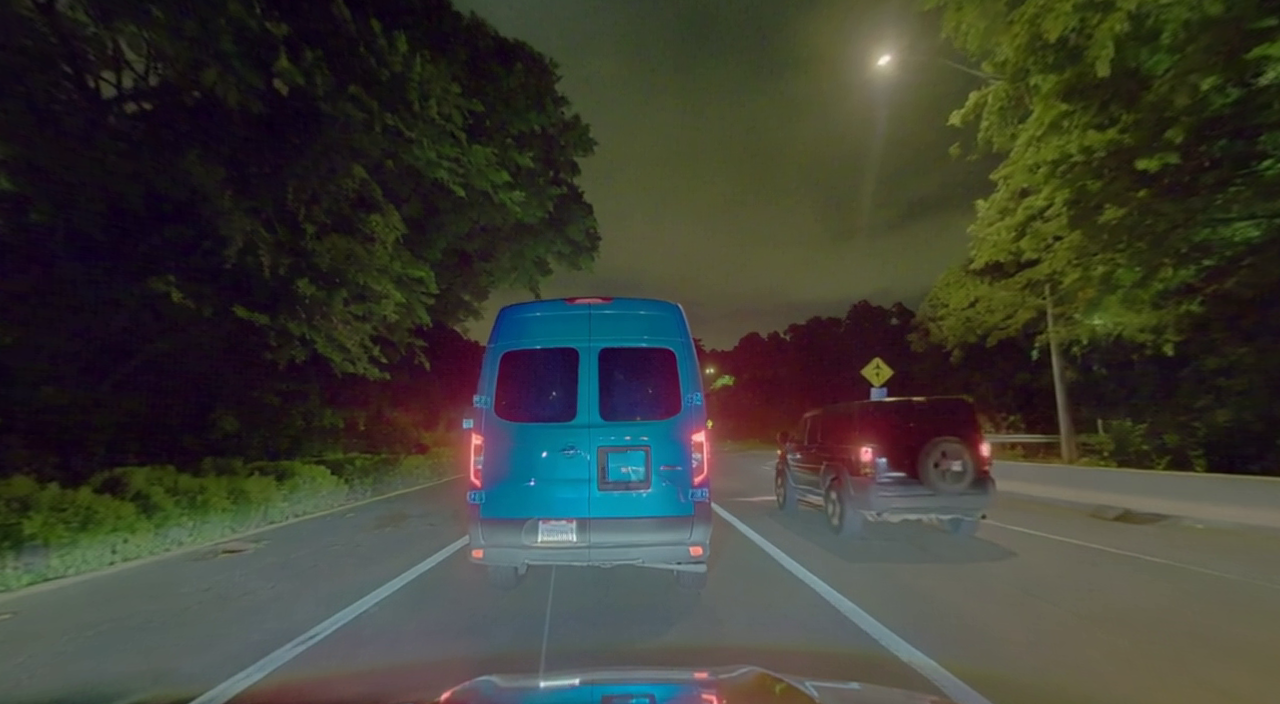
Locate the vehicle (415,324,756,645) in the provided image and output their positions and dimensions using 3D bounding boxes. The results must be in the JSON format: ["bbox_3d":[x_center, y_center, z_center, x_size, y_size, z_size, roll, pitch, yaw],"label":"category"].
[{"bbox_3d":[-0.305,1.144,6.252,2.145,2.046,4.309,0,-9,1],"label":"vehicle"}]

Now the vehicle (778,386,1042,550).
[{"bbox_3d":[3.551,1.625,9.315,1.988,1.873,3.968,0,-9,-2],"label":"vehicle"}]
